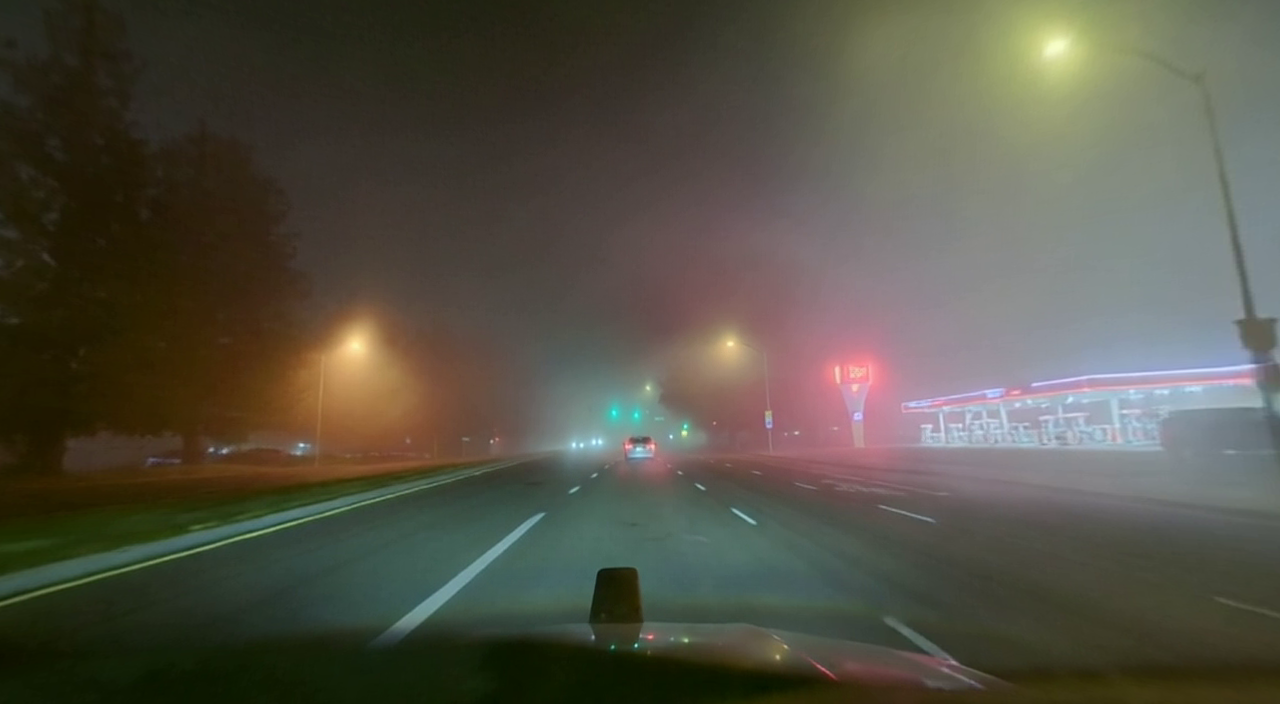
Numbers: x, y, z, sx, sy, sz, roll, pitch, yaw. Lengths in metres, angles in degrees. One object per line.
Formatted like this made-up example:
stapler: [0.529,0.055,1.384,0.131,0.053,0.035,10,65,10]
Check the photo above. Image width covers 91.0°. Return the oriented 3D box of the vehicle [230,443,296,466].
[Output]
vehicle: [-28.679,7.783,47.856,4.749,1.666,1.859,-4,-9,25]

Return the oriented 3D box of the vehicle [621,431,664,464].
vehicle: [0.108,5.327,35.136,2.213,1.715,4.242,0,-8,0]
